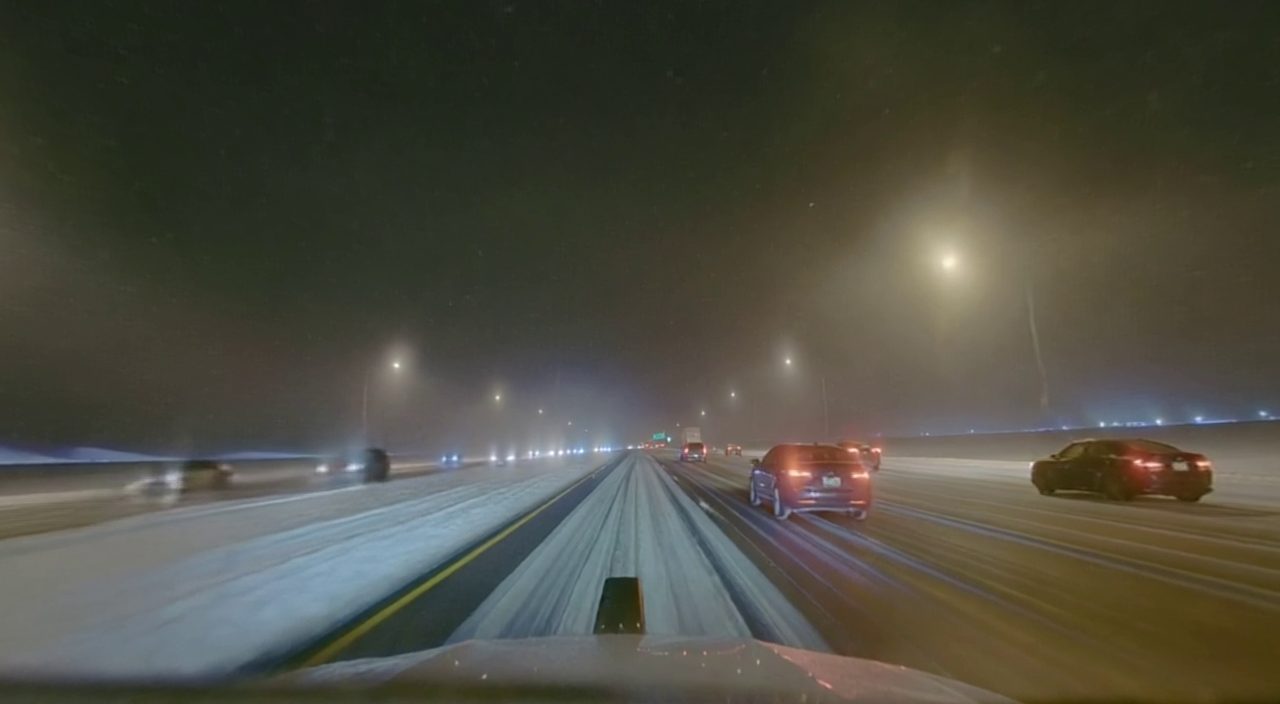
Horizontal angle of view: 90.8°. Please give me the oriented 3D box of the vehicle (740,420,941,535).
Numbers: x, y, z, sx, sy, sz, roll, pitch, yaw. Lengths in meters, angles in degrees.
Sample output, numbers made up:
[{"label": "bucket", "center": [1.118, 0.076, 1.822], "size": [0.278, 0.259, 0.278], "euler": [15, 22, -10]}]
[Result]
[{"label": "vehicle", "center": [3.204, 2.112, 11.280], "size": [1.977, 1.601, 4.598], "euler": [0, -8, -1]}]

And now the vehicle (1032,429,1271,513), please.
[{"label": "vehicle", "center": [10.958, 2.549, 14.024], "size": [1.844, 1.560, 4.085], "euler": [0, -8, 0]}]

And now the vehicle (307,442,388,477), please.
[{"label": "vehicle", "center": [-14.734, 5.418, 32.150], "size": [2.162, 1.570, 4.045], "euler": [0, -8, 0]}]

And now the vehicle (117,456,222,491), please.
[{"label": "vehicle", "center": [-22.283, 5.744, 30.139], "size": [1.802, 1.429, 4.151], "euler": [0, -8, 0]}]

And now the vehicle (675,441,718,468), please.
[{"label": "vehicle", "center": [3.267, 6.018, 37.360], "size": [2.038, 1.477, 4.313], "euler": [0, -8, -1]}]
